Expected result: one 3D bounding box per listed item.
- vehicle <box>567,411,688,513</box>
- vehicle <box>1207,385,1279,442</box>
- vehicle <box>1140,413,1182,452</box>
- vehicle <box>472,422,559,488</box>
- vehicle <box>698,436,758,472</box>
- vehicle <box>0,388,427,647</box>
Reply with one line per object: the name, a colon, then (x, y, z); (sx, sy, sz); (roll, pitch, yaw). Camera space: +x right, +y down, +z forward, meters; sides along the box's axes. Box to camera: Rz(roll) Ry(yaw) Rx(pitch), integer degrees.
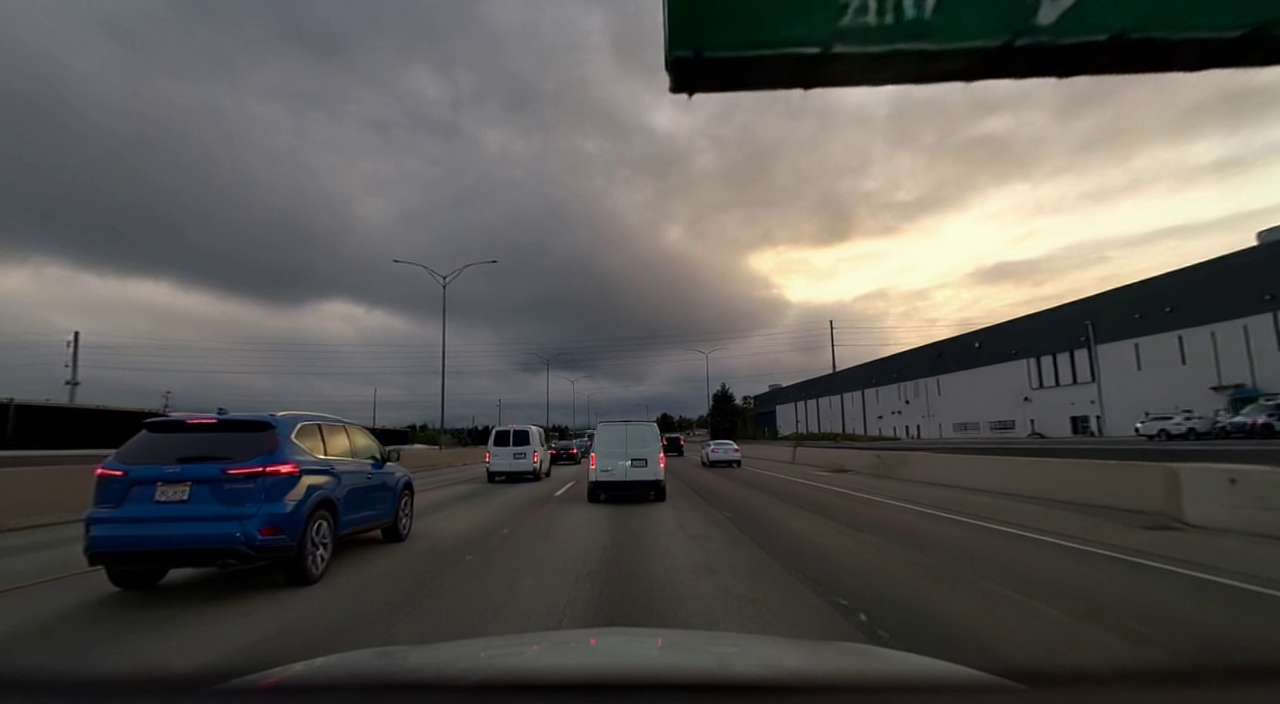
vehicle: (-0.291, 2.411, 14.293); (2.304, 1.925, 4.282); (0, -8, -1)
vehicle: (36.296, 3.612, 36.266); (2.528, 3.094, 4.804); (-1, -8, 1)
vehicle: (30.806, 4.769, 37.242); (1.480, 2.238, 1.864); (-6, -10, 33)
vehicle: (-3.990, 3.382, 20.932); (2.038, 1.936, 4.300); (0, -8, -1)
vehicle: (3.880, 4.579, 28.425); (1.999, 1.494, 3.833); (0, -8, -2)
vehicle: (-3.888, 1.406, 6.419); (1.972, 1.703, 4.333); (0, -8, -1)
